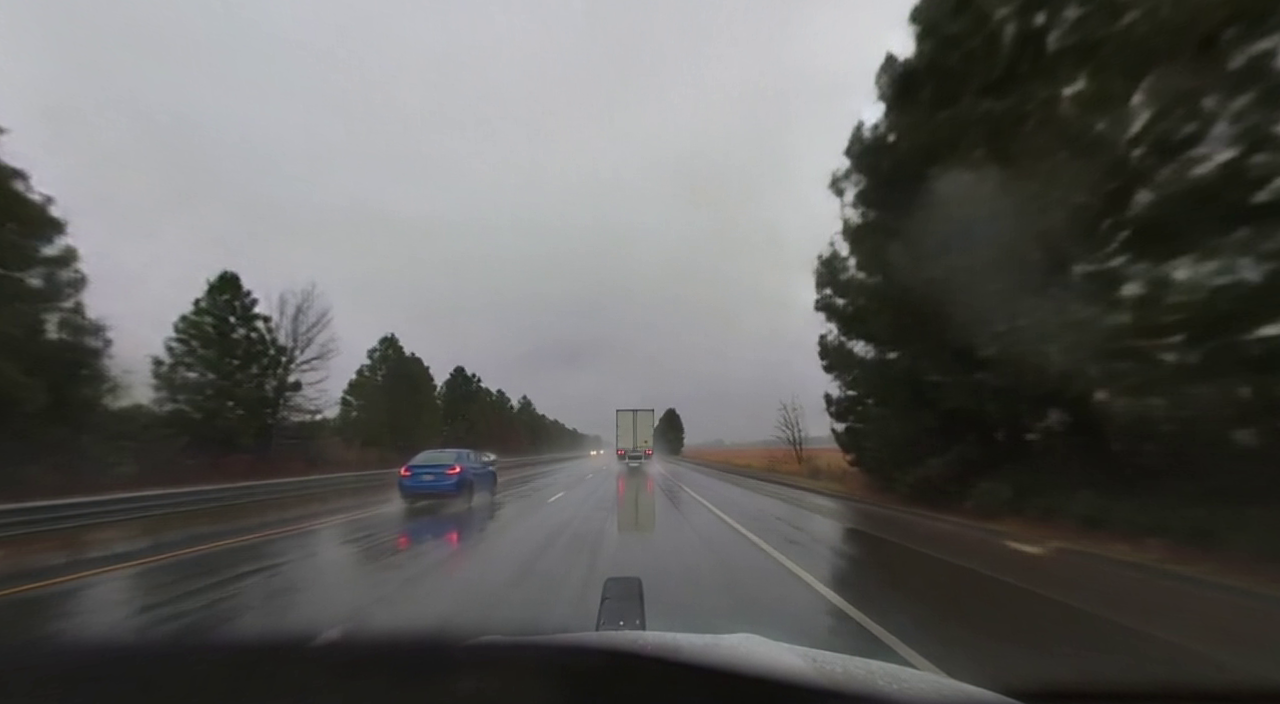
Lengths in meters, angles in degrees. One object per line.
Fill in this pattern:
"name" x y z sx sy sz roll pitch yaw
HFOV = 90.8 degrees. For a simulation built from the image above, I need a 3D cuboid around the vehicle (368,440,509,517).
"vehicle" -4.383 2.800 14.399 1.937 1.493 3.779 0 -9 0
